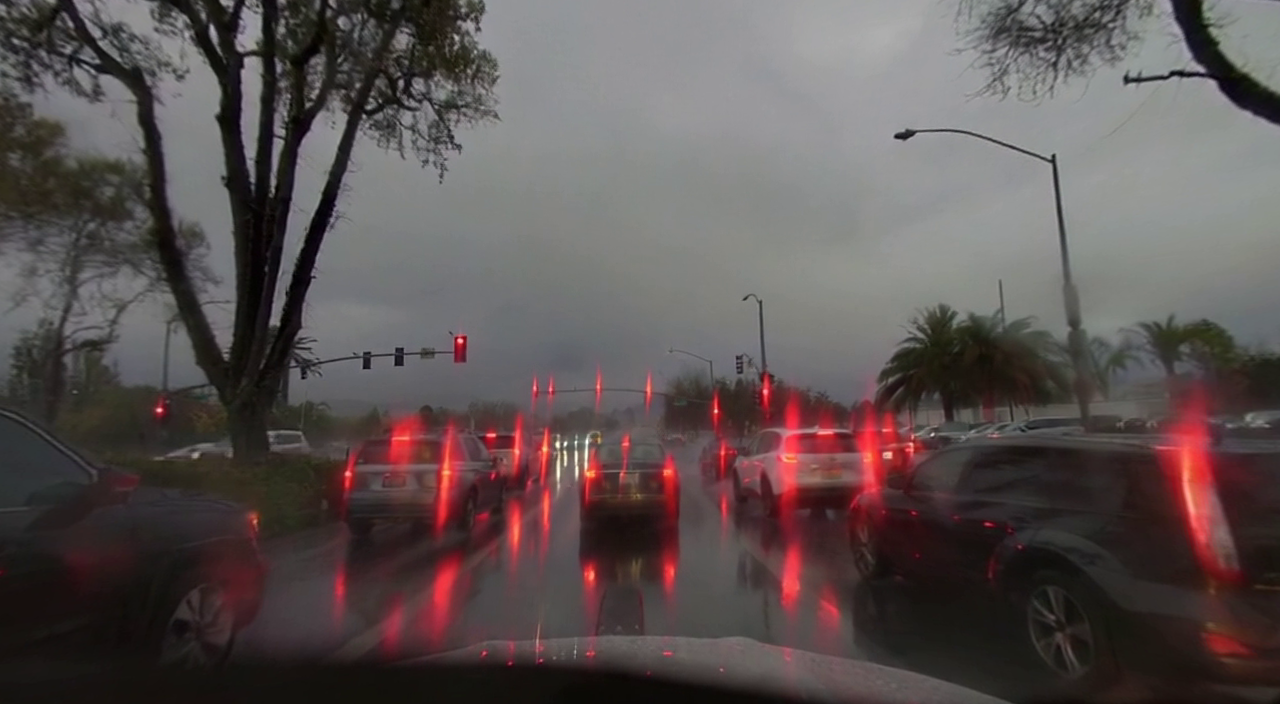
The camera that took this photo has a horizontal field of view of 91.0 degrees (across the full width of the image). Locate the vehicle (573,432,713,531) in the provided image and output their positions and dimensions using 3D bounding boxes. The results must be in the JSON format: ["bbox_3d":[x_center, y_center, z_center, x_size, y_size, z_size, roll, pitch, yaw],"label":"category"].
[{"bbox_3d":[-0.022,2.199,11.282,2.076,1.438,3.770,0,-8,-2],"label":"vehicle"}]

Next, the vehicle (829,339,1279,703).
[{"bbox_3d":[3.151,1.104,4.595,2.074,1.685,4.387,0,-8,-1],"label":"vehicle"}]

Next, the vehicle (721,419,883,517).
[{"bbox_3d":[3.049,2.294,12.898,2.106,1.667,4.101,0,-8,-2],"label":"vehicle"}]

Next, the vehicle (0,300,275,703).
[{"bbox_3d":[-3.194,0.604,1.405,2.079,1.756,4.676,0,-8,-2],"label":"vehicle"}]

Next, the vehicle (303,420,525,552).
[{"bbox_3d":[-3.078,1.909,9.690,1.896,1.546,4.378,0,-8,-2],"label":"vehicle"}]
